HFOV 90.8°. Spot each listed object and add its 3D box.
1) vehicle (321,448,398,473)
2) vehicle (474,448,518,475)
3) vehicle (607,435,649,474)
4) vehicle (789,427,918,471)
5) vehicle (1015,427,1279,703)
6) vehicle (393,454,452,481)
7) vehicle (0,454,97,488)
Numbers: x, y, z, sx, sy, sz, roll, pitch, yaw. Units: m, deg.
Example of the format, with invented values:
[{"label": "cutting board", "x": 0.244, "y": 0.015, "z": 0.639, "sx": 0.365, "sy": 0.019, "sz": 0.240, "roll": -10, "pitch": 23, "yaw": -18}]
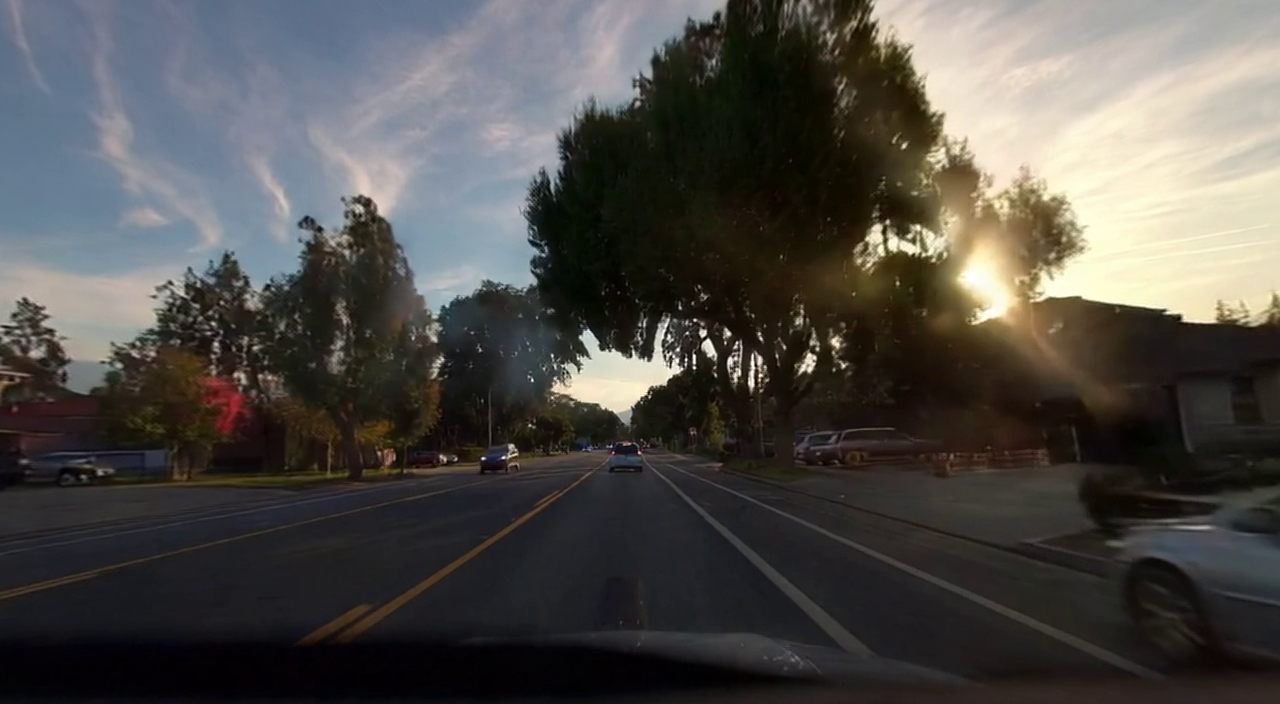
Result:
[{"label": "vehicle", "x": -20.213, "y": 7.835, "z": 45.701, "sx": 4.627, "sy": 1.720, "sz": 1.983, "roll": 0, "pitch": -9, "yaw": -5}, {"label": "vehicle", "x": -8.735, "y": 6.659, "z": 38.506, "sx": 1.791, "sy": 1.514, "sz": 3.702, "roll": 0, "pitch": -8, "yaw": 0}, {"label": "vehicle", "x": -0.607, "y": 5.608, "z": 34.807, "sx": 2.153, "sy": 1.942, "sz": 4.767, "roll": 0, "pitch": -8, "yaw": 0}, {"label": "vehicle", "x": 10.475, "y": 4.761, "z": 31.275, "sx": 5.526, "sy": 1.849, "sz": 2.213, "roll": -2, "pitch": -6, "yaw": -2}, {"label": "vehicle", "x": 4.317, "y": 1.082, "z": 2.914, "sx": 2.001, "sy": 1.480, "sz": 5.022, "roll": 0, "pitch": -8, "yaw": -1}, {"label": "vehicle", "x": -13.488, "y": 7.152, "z": 39.444, "sx": 1.950, "sy": 1.530, "sz": 4.856, "roll": 0, "pitch": -8, "yaw": 0}, {"label": "vehicle", "x": -27.571, "y": 5.313, "z": 28.354, "sx": 4.428, "sy": 1.450, "sz": 2.173, "roll": 0, "pitch": -8, "yaw": 2}]
